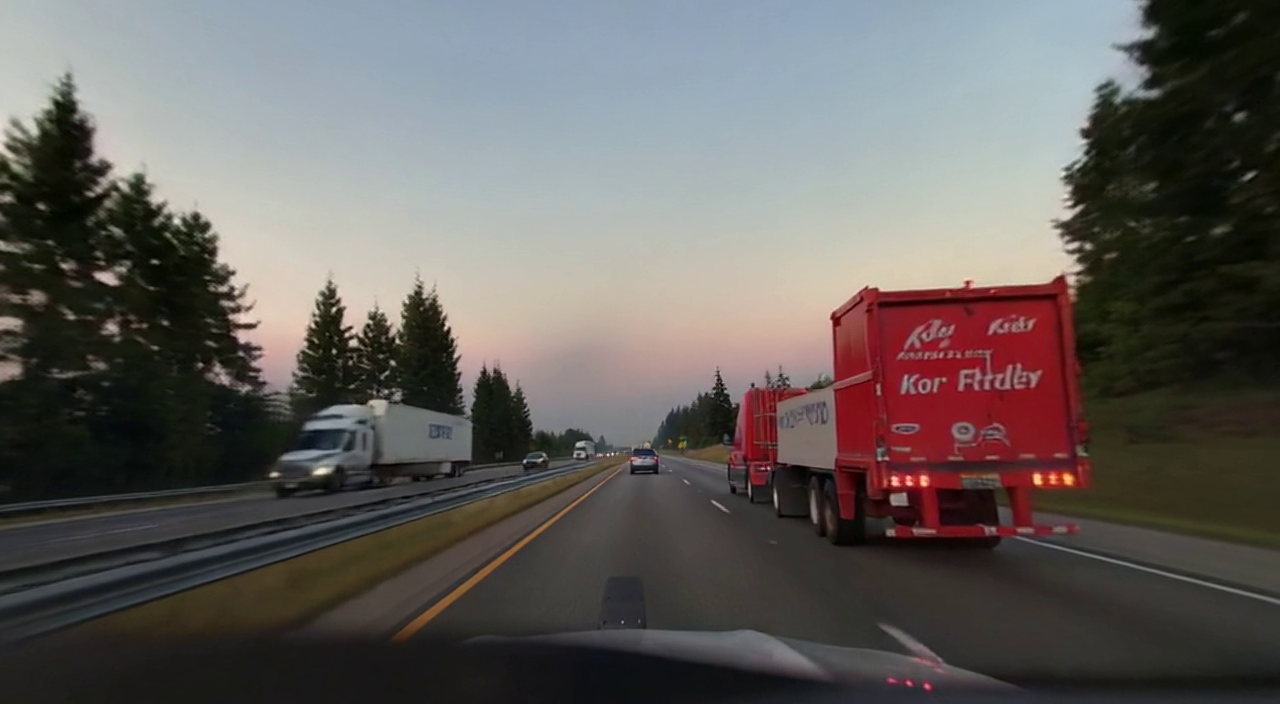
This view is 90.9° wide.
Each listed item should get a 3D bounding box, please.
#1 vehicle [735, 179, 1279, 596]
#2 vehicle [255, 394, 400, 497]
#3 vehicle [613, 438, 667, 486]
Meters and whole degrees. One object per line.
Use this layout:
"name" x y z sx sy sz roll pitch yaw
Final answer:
"vehicle" 4.354 1.213 12.274 3.030 3.985 12.707 0 -9 0
"vehicle" -13.161 4.050 27.240 3.089 3.941 5.838 0 -9 0
"vehicle" 0.015 4.618 26.773 2.105 1.865 4.102 0 -9 0
